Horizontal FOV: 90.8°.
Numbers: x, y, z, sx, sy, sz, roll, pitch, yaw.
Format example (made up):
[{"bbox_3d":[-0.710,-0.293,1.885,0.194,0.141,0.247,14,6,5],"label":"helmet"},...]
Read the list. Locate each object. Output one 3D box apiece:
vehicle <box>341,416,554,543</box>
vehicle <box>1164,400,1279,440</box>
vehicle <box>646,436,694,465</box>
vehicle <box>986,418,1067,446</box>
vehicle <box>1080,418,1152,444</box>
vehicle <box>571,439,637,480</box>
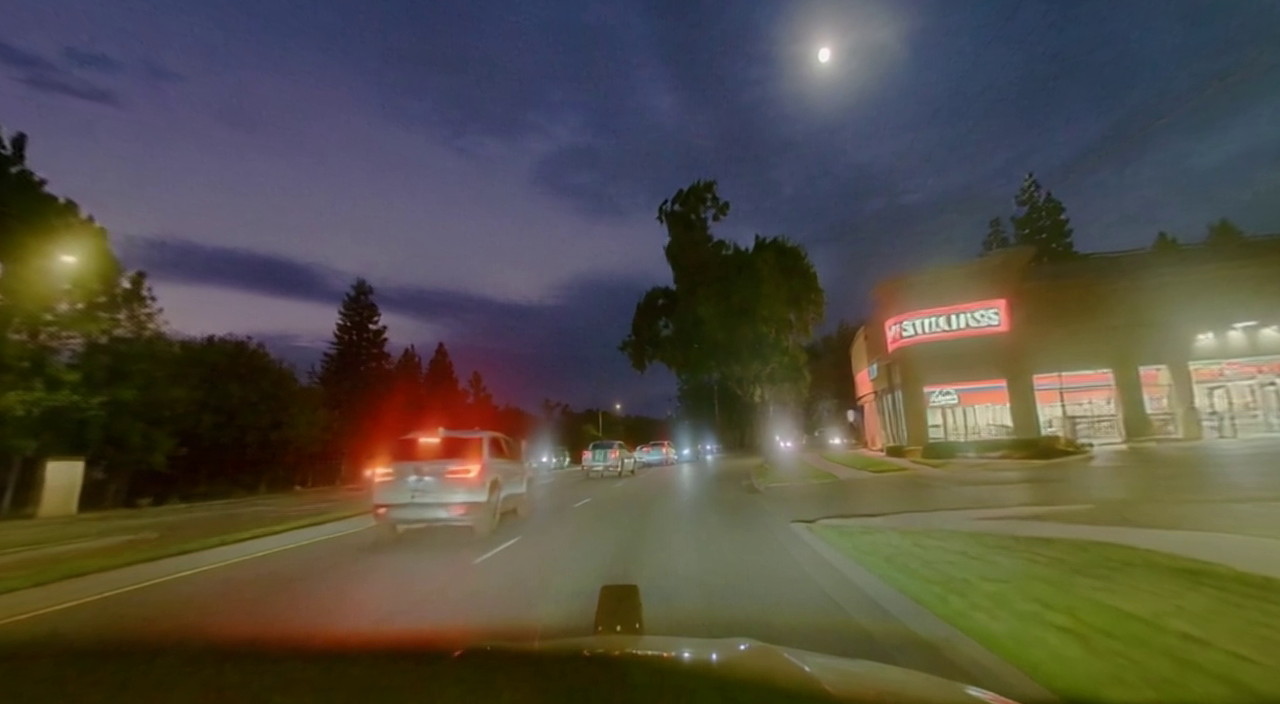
[{"bbox_3d":[-3.235,2.258,11.841,2.168,1.783,4.695,-4,-9,5],"label":"vehicle"},{"bbox_3d":[28.841,3.342,30.594,1.910,1.652,4.755,3,-10,-30],"label":"vehicle"},{"bbox_3d":[2.084,6.605,42.556,2.167,1.832,4.679,-2,-9,16],"label":"vehicle"},{"bbox_3d":[26.047,5.434,42.566,4.982,1.789,2.303,4,-10,-28],"label":"vehicle"},{"bbox_3d":[29.071,4.854,38.530,4.106,1.450,1.901,5,-10,-29],"label":"vehicle"},{"bbox_3d":[-1.506,4.730,28.163,2.002,1.664,4.113,-2,-9,10],"label":"vehicle"}]
